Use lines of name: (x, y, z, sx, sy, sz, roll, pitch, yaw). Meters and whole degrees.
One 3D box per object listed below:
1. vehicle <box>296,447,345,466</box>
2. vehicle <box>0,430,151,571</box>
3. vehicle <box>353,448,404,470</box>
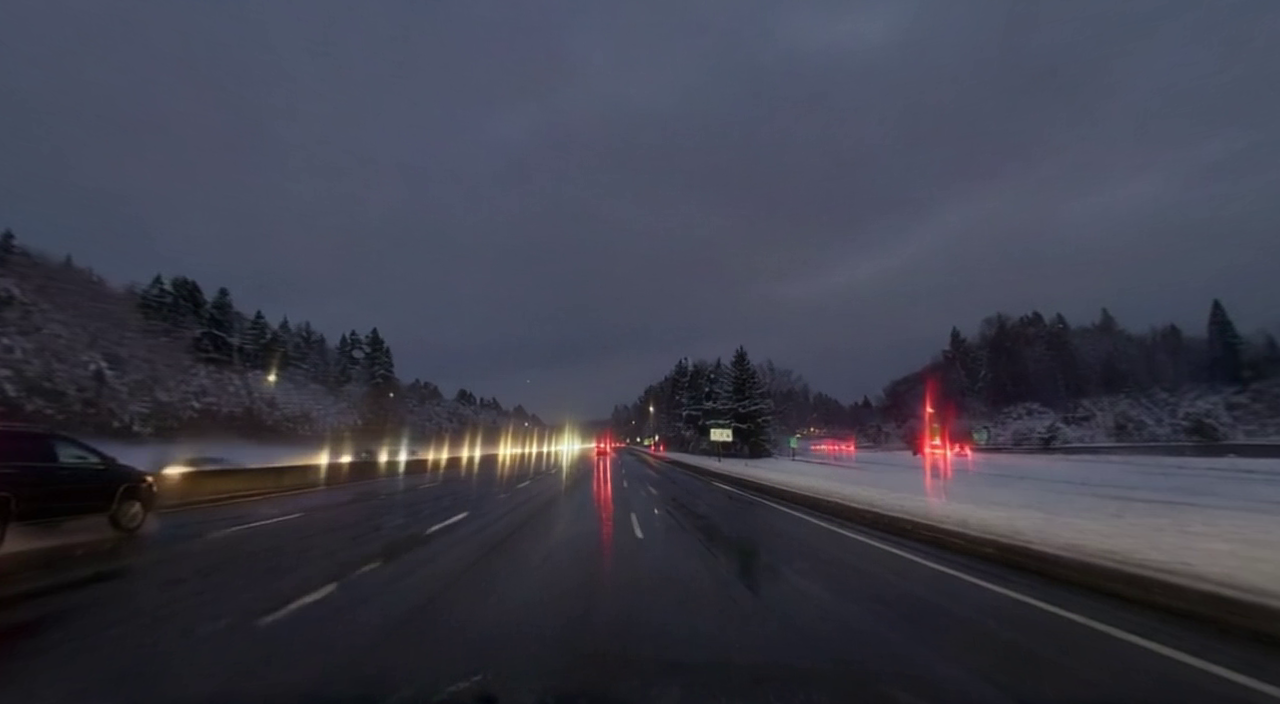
vehicle: (-25.172, 8.232, 49.913, 1.890, 1.463, 3.902, 0, -9, -2)
vehicle: (-7.926, 1.580, 6.646, 2.060, 1.507, 4.494, 0, -9, -2)
vehicle: (-18.523, 7.583, 44.972, 1.952, 1.427, 4.195, 0, -9, -2)
